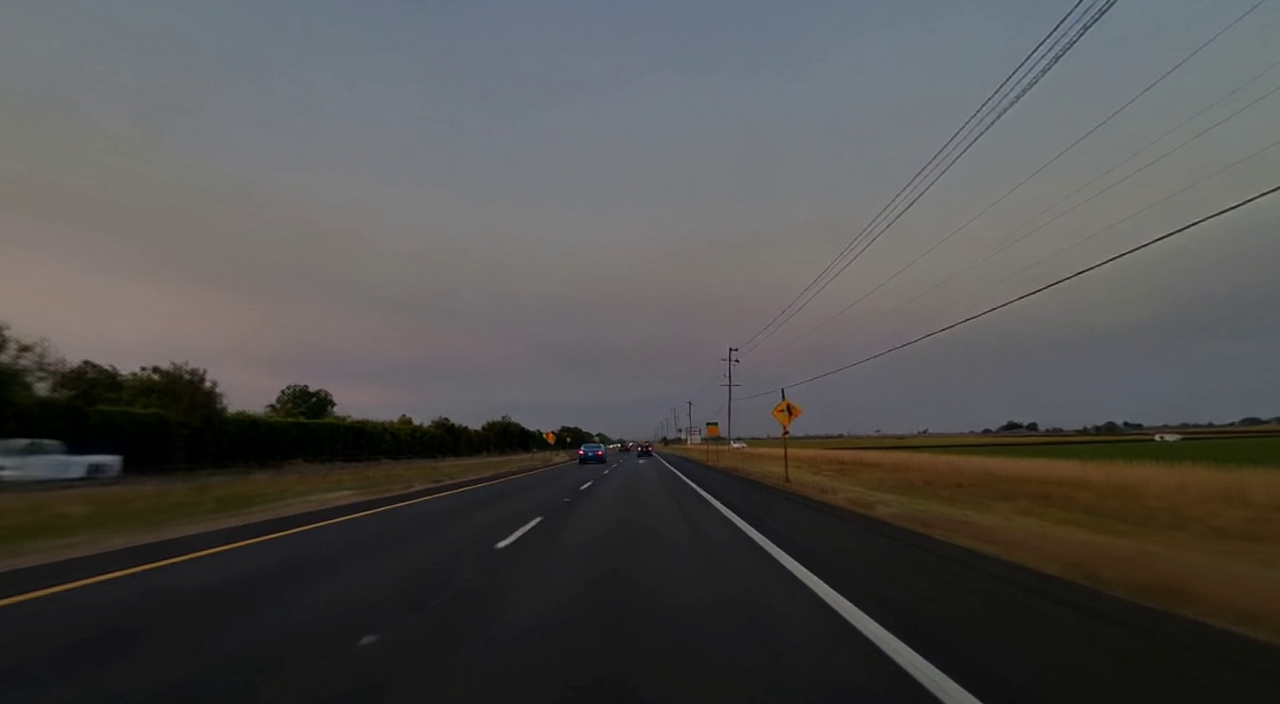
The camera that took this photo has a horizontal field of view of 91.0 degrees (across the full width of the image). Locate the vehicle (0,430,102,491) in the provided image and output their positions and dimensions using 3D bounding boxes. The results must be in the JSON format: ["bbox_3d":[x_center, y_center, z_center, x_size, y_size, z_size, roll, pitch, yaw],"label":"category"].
[{"bbox_3d":[-21.381,3.507,20.341,2.445,1.917,6.250,0,-9,0],"label":"vehicle"}]

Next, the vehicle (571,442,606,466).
[{"bbox_3d":[-3.572,7.259,44.807,2.120,1.597,4.810,0,-9,0],"label":"vehicle"}]
